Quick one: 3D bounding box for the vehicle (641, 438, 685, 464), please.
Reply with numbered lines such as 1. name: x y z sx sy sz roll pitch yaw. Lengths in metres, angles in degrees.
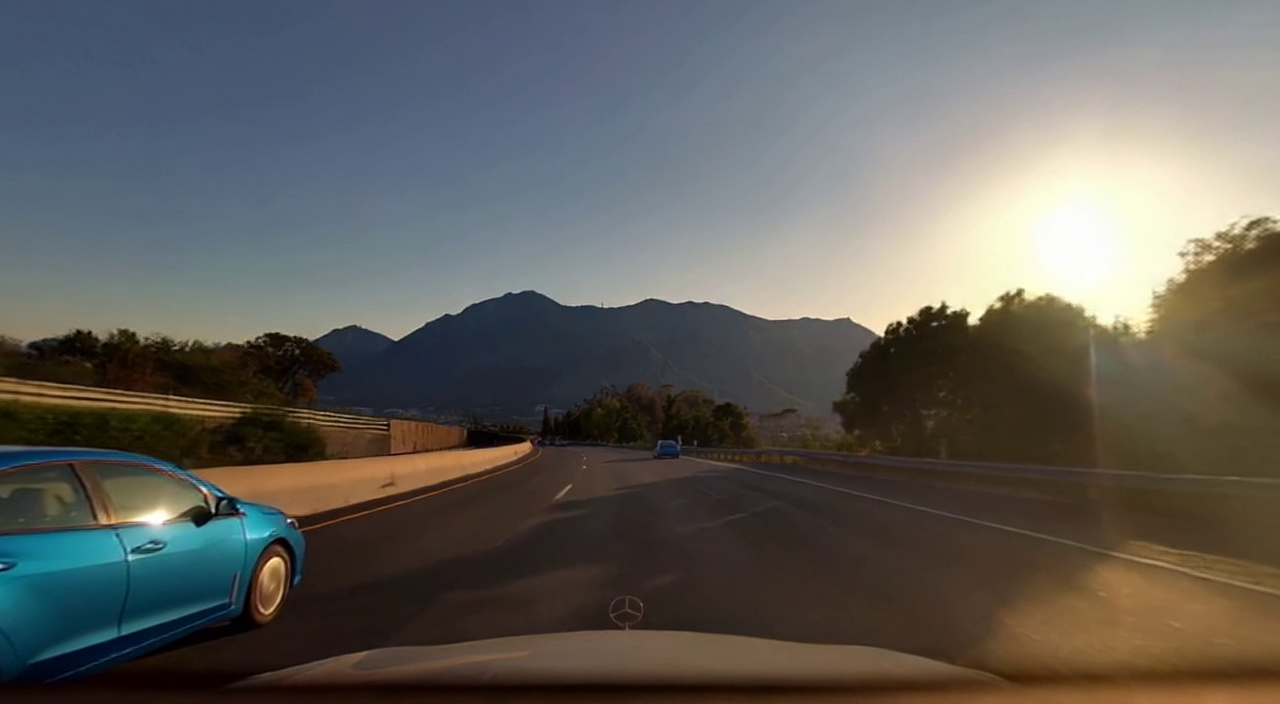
1. vehicle: 1.278 5.792 36.986 1.985 1.440 4.466 1 -8 -6
